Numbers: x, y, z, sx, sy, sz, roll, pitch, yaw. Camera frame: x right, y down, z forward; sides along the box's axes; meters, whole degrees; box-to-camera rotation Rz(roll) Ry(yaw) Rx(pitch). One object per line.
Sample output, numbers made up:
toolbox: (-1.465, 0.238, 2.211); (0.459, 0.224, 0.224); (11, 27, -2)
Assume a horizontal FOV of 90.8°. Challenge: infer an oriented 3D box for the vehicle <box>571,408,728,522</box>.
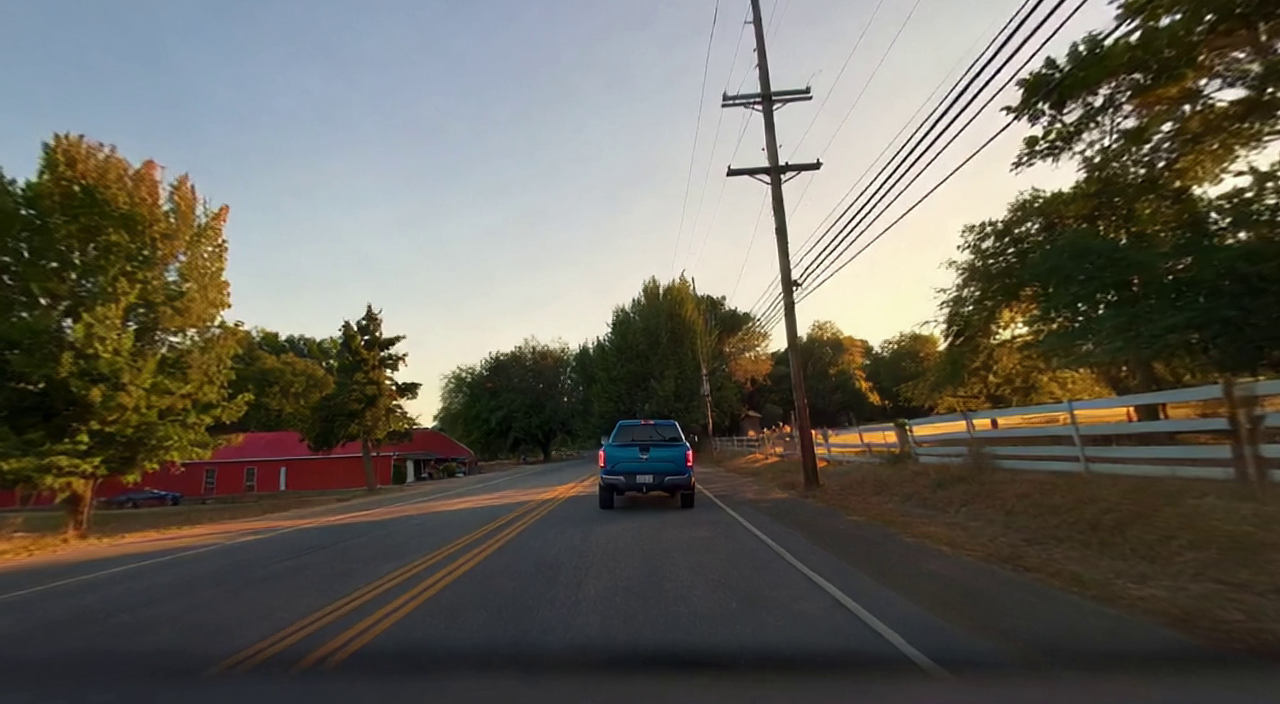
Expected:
vehicle: (0.148, 2.426, 14.127); (2.693, 1.941, 6.356); (0, -8, 0)
